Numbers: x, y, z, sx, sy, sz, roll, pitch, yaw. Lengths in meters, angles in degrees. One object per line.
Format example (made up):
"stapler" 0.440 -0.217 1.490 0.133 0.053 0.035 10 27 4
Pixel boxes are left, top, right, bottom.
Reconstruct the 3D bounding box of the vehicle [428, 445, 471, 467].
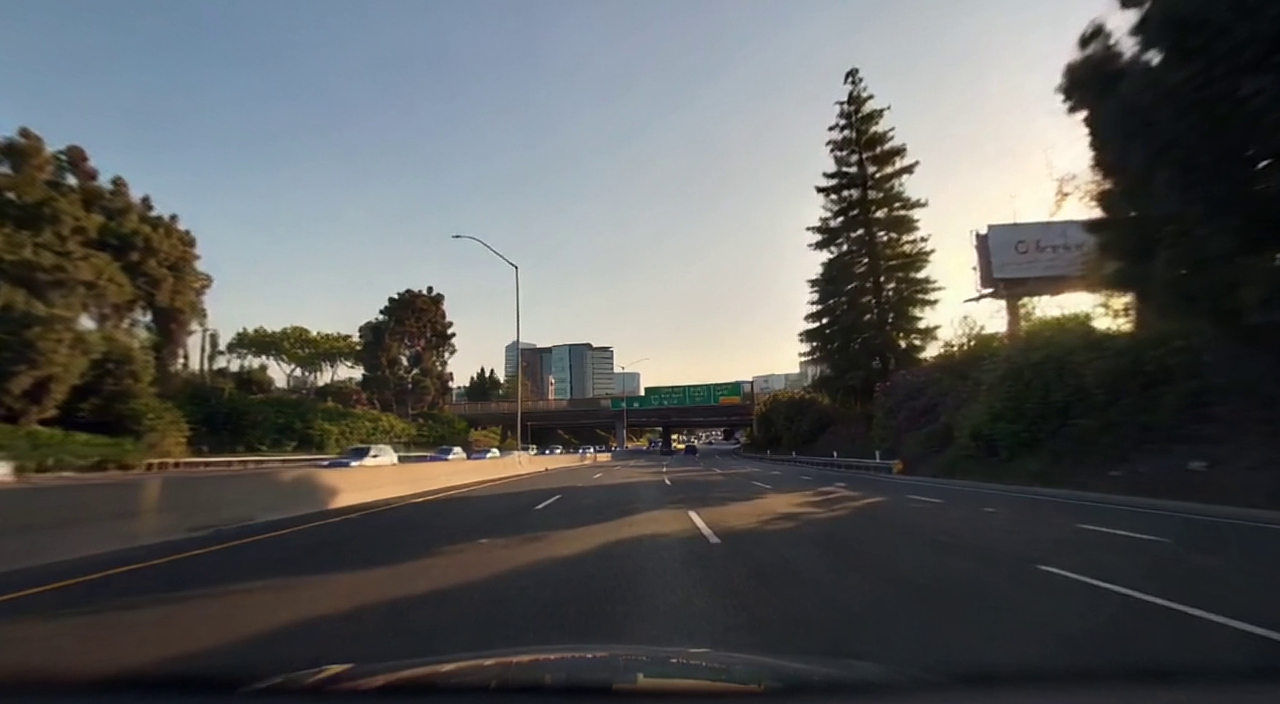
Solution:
"vehicle" -14.968 8.181 49.874 1.867 1.588 4.237 -1 -9 2

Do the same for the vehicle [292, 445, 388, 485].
"vehicle" -12.188 4.586 25.986 1.880 1.469 4.087 0 -9 1
